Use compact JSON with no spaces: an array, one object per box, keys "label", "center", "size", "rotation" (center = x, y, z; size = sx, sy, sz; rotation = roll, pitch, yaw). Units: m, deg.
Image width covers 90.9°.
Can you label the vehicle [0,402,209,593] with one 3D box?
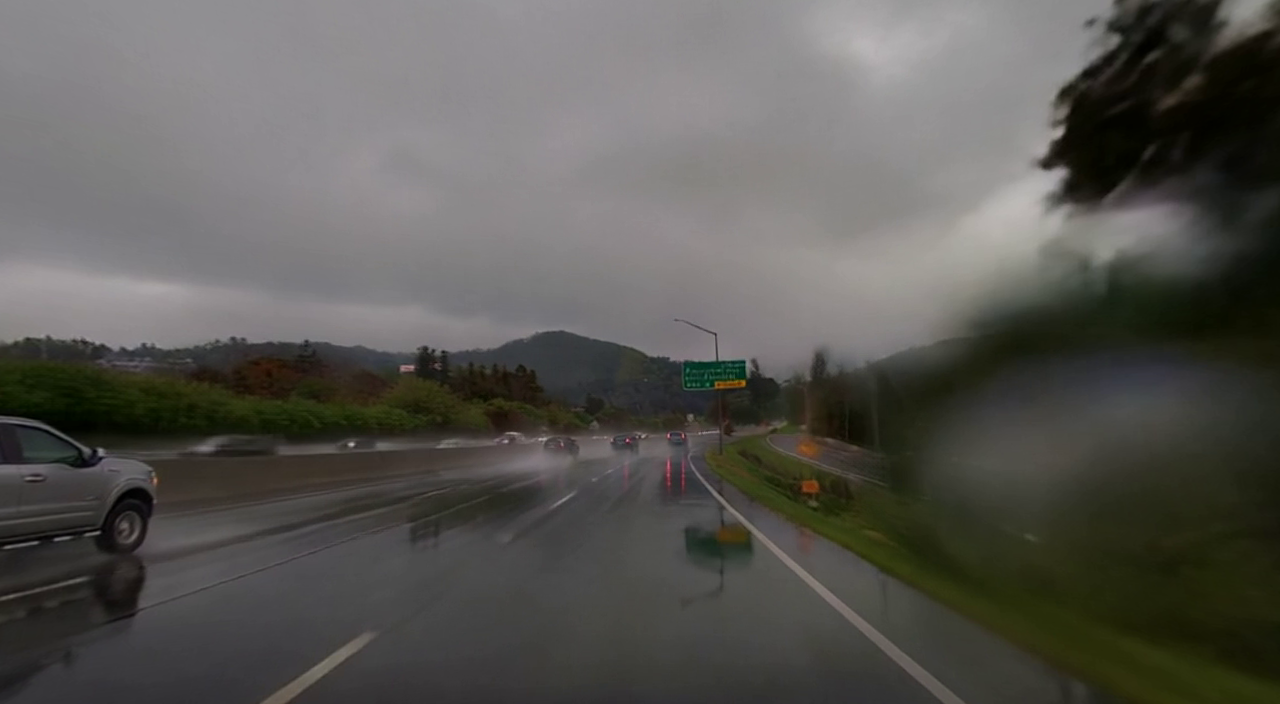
[{"label":"vehicle","center":[-6.473,1.275,5.545],"size":[1.923,1.630,4.857],"rotation":[0,-8,0]}]

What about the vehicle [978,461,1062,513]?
[{"label":"vehicle","center":[28.928,10.231,48.407],"size":[2.749,3.380,6.690],"rotation":[-1,-8,6]}]
